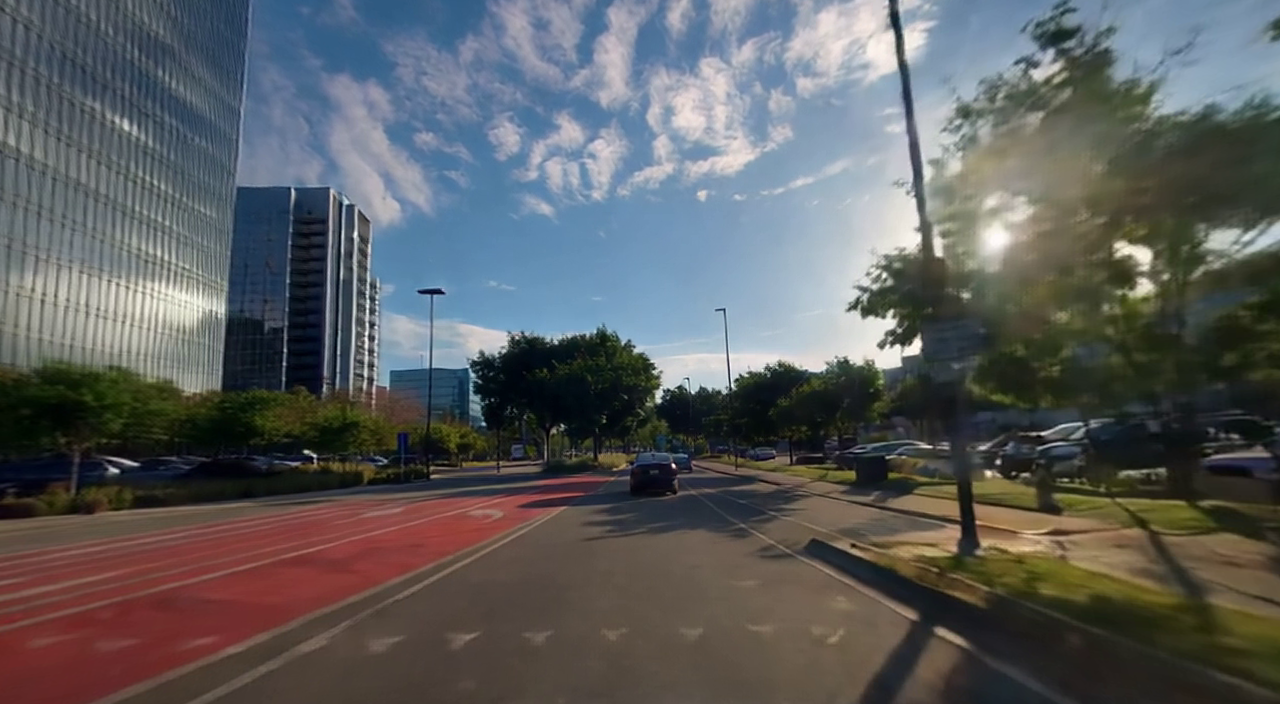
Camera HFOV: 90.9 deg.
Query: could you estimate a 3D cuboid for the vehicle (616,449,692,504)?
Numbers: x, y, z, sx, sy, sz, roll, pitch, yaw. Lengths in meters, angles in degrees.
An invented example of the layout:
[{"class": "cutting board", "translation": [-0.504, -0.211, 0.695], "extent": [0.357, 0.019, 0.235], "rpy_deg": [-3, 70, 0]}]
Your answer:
[{"class": "vehicle", "translation": [0.380, 3.694, 19.170], "extent": [2.063, 1.442, 4.135], "rpy_deg": [0, -9, 0]}]
